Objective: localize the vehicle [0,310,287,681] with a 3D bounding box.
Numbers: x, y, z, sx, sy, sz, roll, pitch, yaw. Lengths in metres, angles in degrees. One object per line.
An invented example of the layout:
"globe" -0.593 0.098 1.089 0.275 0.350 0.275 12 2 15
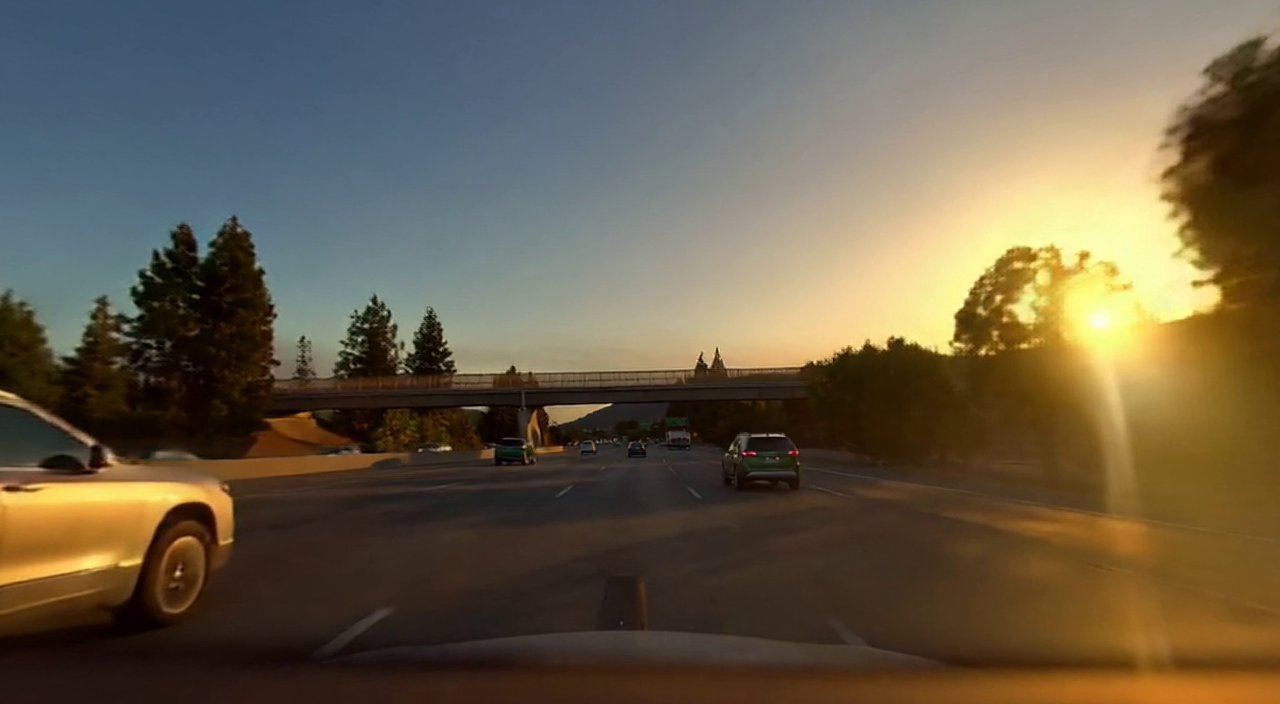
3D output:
"vehicle" -4.276 0.759 3.386 2.018 1.872 4.728 0 -8 0

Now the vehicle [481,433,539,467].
"vehicle" -7.445 5.668 36.636 2.193 1.818 4.995 0 -8 1

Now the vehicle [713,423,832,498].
"vehicle" 3.373 2.883 17.172 2.185 1.749 4.477 0 -8 -1
